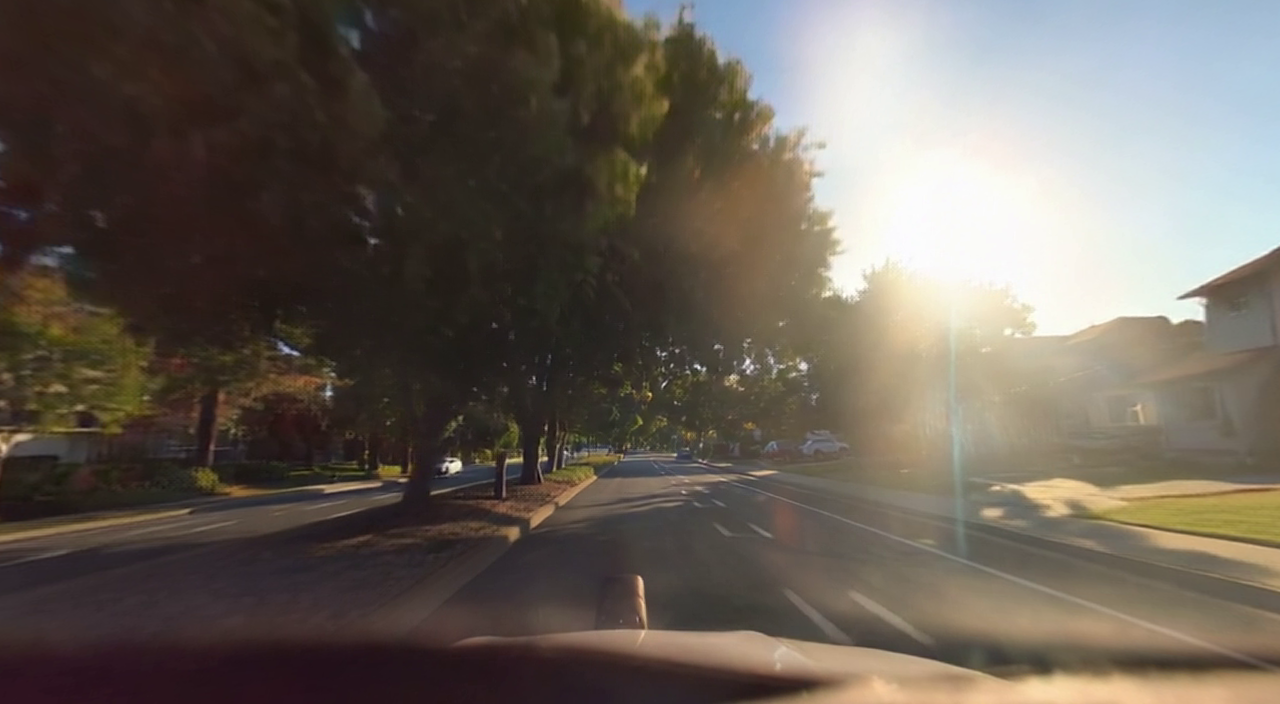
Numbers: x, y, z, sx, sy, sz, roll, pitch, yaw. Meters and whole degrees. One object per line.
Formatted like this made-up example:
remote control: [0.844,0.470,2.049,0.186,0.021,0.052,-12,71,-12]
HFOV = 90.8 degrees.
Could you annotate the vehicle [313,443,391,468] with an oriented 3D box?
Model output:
vehicle: [-21.919,7.857,48.210,4.889,1.822,2.159,0,-8,-3]

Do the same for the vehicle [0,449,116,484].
vehicle: [-27.894,5.346,29.719,4.551,1.556,2.061,0,-8,-1]
